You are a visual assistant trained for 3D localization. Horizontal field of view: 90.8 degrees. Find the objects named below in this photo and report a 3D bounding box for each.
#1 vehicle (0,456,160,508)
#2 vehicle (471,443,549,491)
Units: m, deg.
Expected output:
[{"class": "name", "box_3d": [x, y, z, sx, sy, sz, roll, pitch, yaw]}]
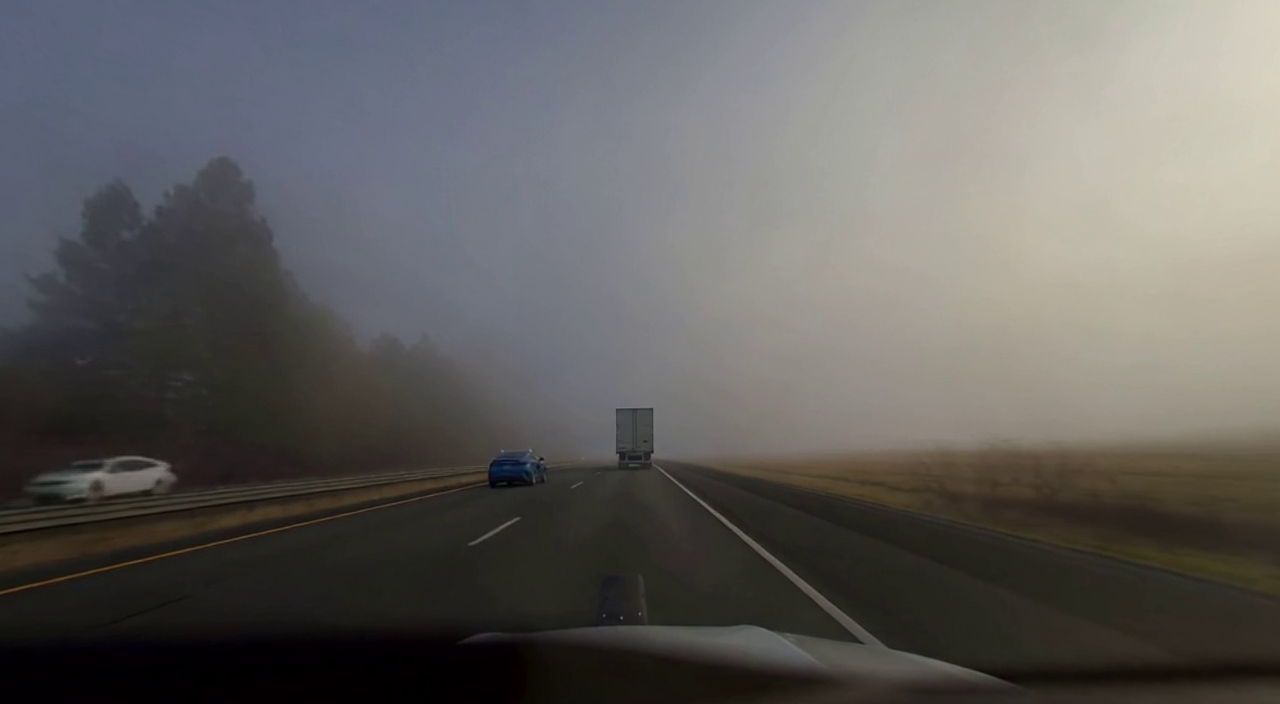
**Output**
[{"class": "vehicle", "box_3d": [-17.847, 4.094, 20.298, 1.805, 1.466, 3.803, 0, -9, 0]}, {"class": "vehicle", "box_3d": [-4.472, 4.006, 22.243, 1.937, 1.493, 3.779, 0, -9, 0]}]
